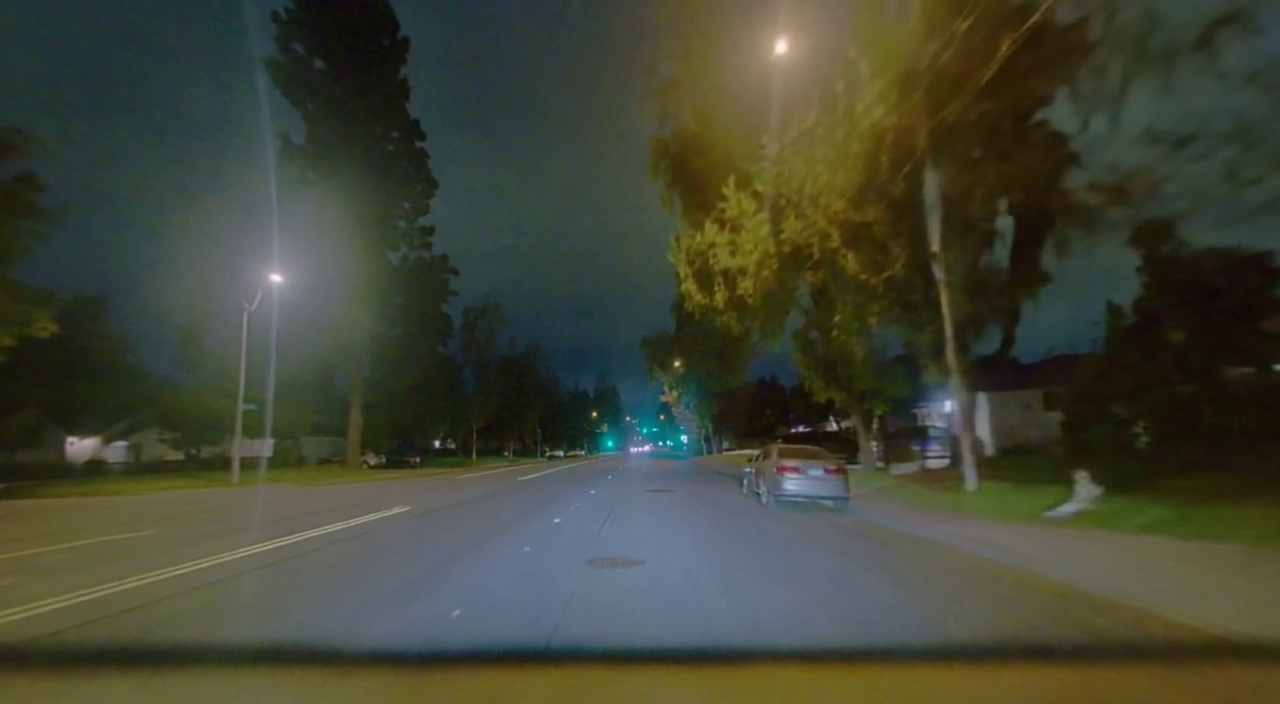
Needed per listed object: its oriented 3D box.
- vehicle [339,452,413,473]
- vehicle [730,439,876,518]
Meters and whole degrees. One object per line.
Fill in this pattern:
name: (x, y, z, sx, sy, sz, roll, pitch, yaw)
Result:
vehicle: (-18.751, 7.834, 44.926, 4.450, 1.409, 1.990, 6, -10, -34)
vehicle: (3.520, 2.833, 14.791, 2.037, 1.518, 4.904, 0, -8, -1)
